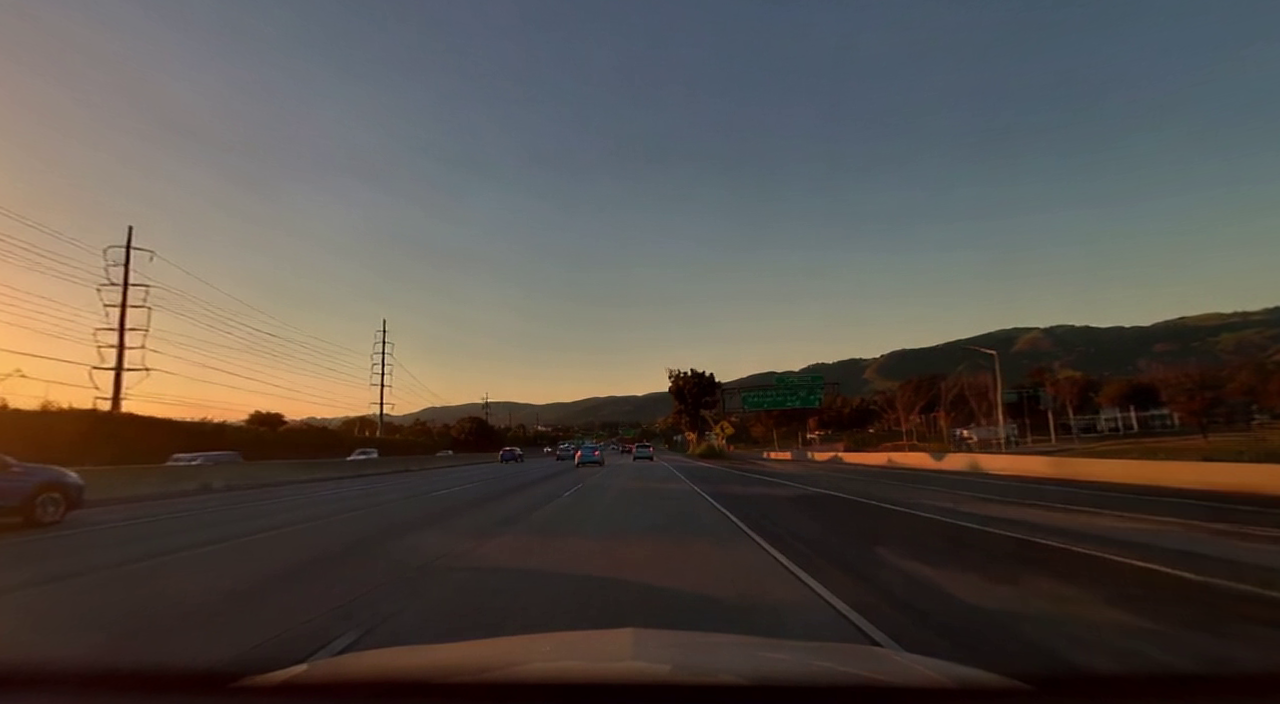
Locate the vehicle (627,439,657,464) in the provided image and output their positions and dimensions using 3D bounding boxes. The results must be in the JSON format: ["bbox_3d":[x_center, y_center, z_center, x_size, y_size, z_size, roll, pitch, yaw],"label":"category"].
[{"bbox_3d":[0.124,7.518,47.712,2.194,1.737,4.127,0,-9,-1],"label":"vehicle"}]

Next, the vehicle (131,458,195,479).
[{"bbox_3d":[-35.809,8.738,47.435,1.772,1.445,3.772,0,-9,1],"label":"vehicle"}]

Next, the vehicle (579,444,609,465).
[{"bbox_3d":[-3.480,7.828,48.444,1.967,1.517,4.808,0,-9,0],"label":"vehicle"}]

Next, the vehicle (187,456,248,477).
[{"bbox_3d":[-32.064,8.696,48.029,1.767,1.419,4.079,0,-9,0],"label":"vehicle"}]
